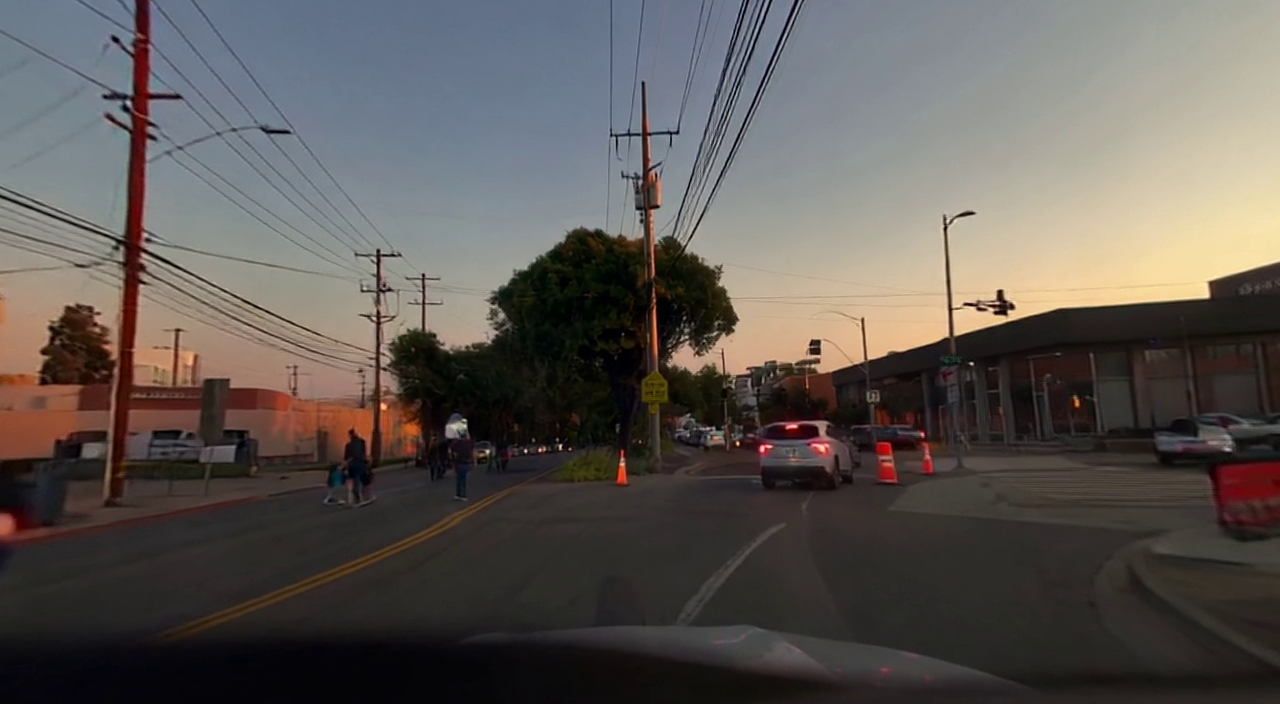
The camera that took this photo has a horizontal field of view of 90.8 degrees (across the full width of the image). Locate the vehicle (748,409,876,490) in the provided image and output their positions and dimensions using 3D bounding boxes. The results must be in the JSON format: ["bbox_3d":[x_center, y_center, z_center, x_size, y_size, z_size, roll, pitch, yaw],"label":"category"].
[{"bbox_3d":[4.927,2.648,17.521,2.256,1.859,5.118,-5,-9,28],"label":"vehicle"}]

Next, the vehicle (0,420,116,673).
[{"bbox_3d":[-5.051,0.975,2.274,2.103,1.526,4.743,-1,-8,3],"label":"vehicle"}]

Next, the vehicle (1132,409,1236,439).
[{"bbox_3d":[33.385,4.491,38.890,1.937,1.688,4.382,5,-10,-35],"label":"vehicle"}]

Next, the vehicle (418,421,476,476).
[{"bbox_3d":[-10.332,5.154,34.037,2.185,2.644,3.306,-4,-7,-4],"label":"vehicle"}]

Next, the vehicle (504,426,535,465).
[{"bbox_3d":[-8.640,6.731,45.588,1.959,2.654,4.078,1,-8,-7],"label":"vehicle"}]

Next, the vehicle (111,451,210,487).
[{"bbox_3d":[-22.392,5.454,29.714,1.817,1.456,4.079,0,-8,-7],"label":"vehicle"}]
